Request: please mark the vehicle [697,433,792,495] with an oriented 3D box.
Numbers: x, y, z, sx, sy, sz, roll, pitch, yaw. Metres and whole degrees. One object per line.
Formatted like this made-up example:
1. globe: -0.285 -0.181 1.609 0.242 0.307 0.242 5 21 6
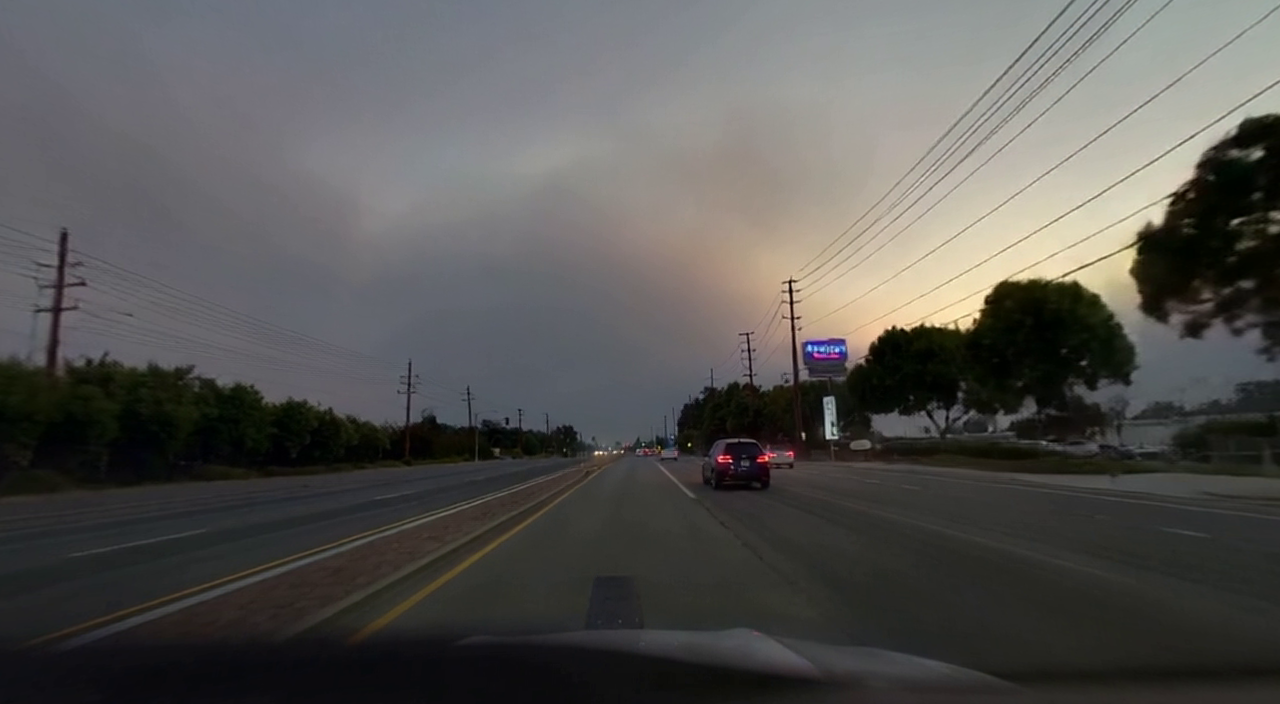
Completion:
1. vehicle: 3.028 3.351 19.264 2.078 1.668 4.078 0 -8 -2
